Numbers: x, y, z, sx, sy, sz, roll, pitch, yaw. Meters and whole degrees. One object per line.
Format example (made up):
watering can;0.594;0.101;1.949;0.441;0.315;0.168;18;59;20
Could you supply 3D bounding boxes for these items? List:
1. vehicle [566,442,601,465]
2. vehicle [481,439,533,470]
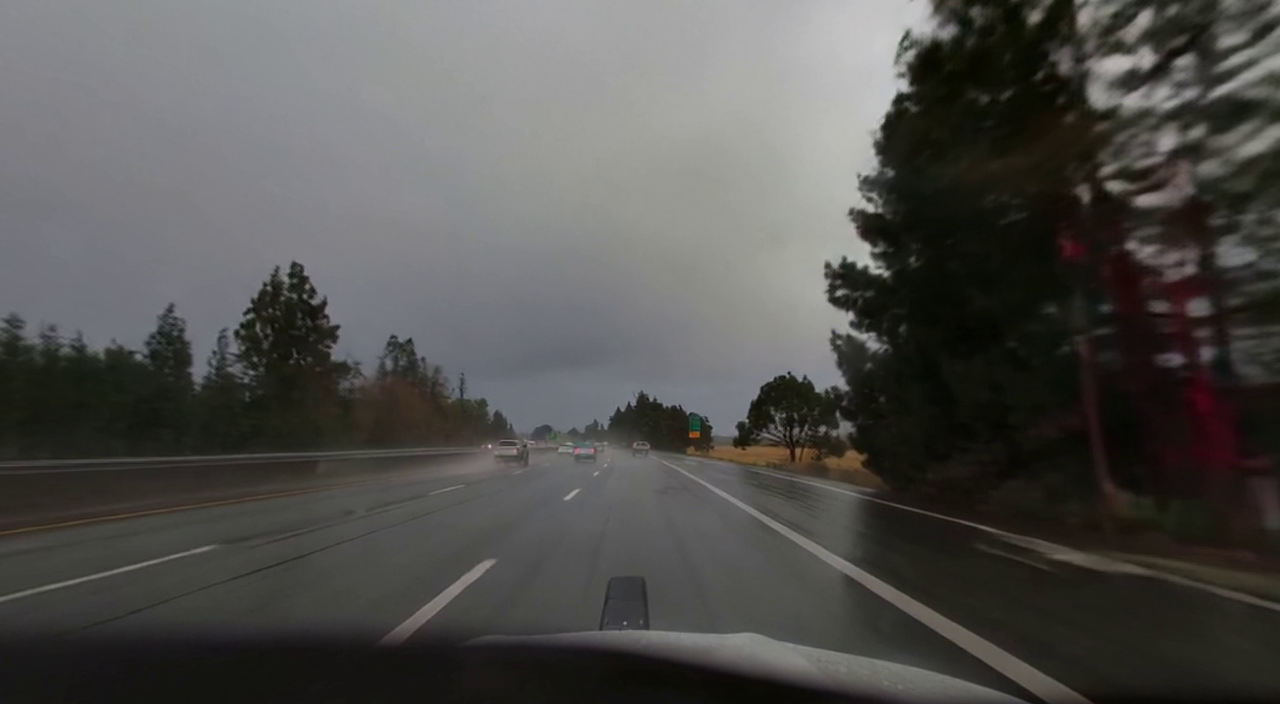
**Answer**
vehicle;-3.894;7.124;44.019;2.075;1.516;4.212;0;-8;-1
vehicle;-7.671;5.965;36.713;2.080;1.632;4.332;0;-8;0
